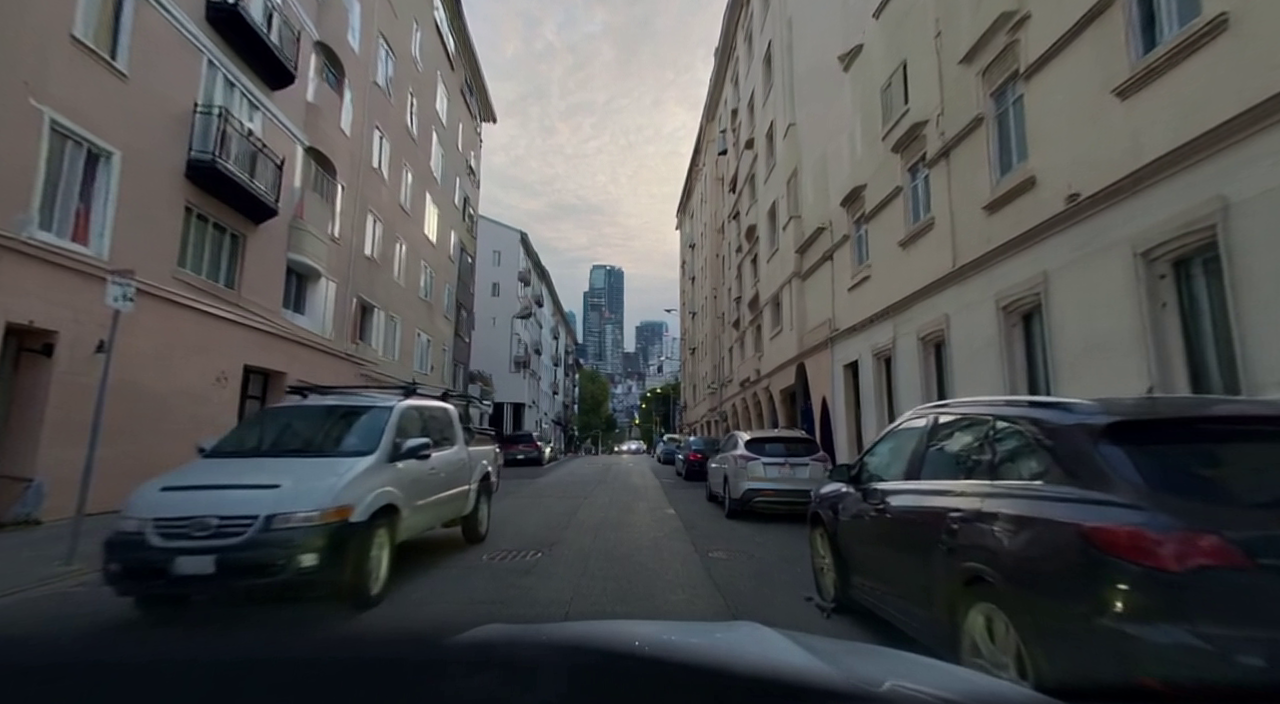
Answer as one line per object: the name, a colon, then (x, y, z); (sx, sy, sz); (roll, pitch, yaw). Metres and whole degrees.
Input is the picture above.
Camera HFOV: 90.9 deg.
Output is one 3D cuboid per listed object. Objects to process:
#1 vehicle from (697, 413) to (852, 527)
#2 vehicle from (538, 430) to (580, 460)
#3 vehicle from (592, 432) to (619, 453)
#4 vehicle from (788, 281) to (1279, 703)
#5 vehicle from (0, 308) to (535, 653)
vehicle: (2.181, 2.028, 11.408); (1.839, 1.678, 3.918); (0, -8, -2)
vehicle: (-4.795, 5.563, 37.648); (1.872, 1.484, 3.978); (5, -9, 0)
vehicle: (-2.619, 6.991, 48.582); (1.845, 1.544, 3.388); (0, -8, 0)
vehicle: (2.245, 0.942, 3.476); (1.897, 1.717, 4.028); (0, -8, 0)
vehicle: (-2.784, 1.132, 6.638); (2.195, 2.103, 5.420); (0, -8, 3)
